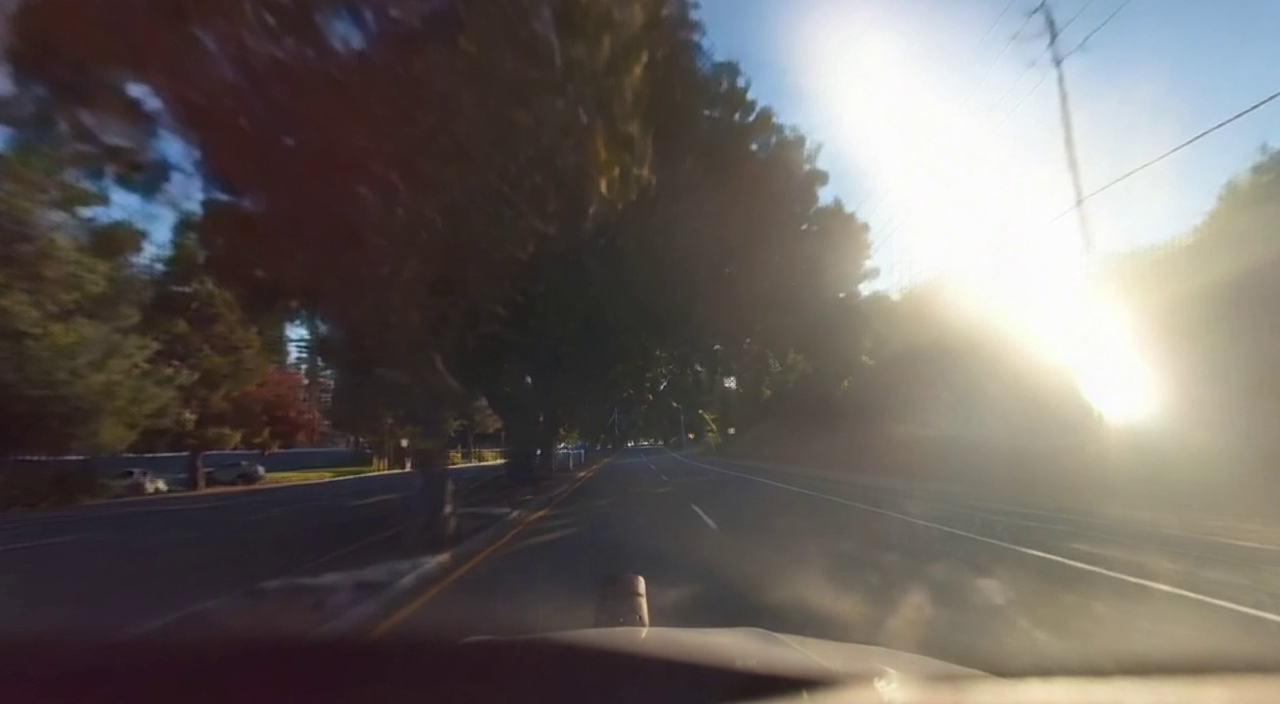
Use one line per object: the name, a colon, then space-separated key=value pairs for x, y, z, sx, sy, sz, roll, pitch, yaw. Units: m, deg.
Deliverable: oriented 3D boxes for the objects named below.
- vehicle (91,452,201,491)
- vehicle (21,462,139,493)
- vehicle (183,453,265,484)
vehicle: x=-26.835 y=6.490 z=34.450 sx=4.362 sy=1.733 sz=2.041 roll=-3 pitch=-6 yaw=1
vehicle: x=-28.099 y=6.286 z=31.789 sx=3.938 sy=1.485 sz=2.055 roll=0 pitch=-10 yaw=2
vehicle: x=-27.734 y=7.766 z=42.206 sx=4.168 sy=1.509 sz=2.053 roll=-5 pitch=-5 yaw=4
